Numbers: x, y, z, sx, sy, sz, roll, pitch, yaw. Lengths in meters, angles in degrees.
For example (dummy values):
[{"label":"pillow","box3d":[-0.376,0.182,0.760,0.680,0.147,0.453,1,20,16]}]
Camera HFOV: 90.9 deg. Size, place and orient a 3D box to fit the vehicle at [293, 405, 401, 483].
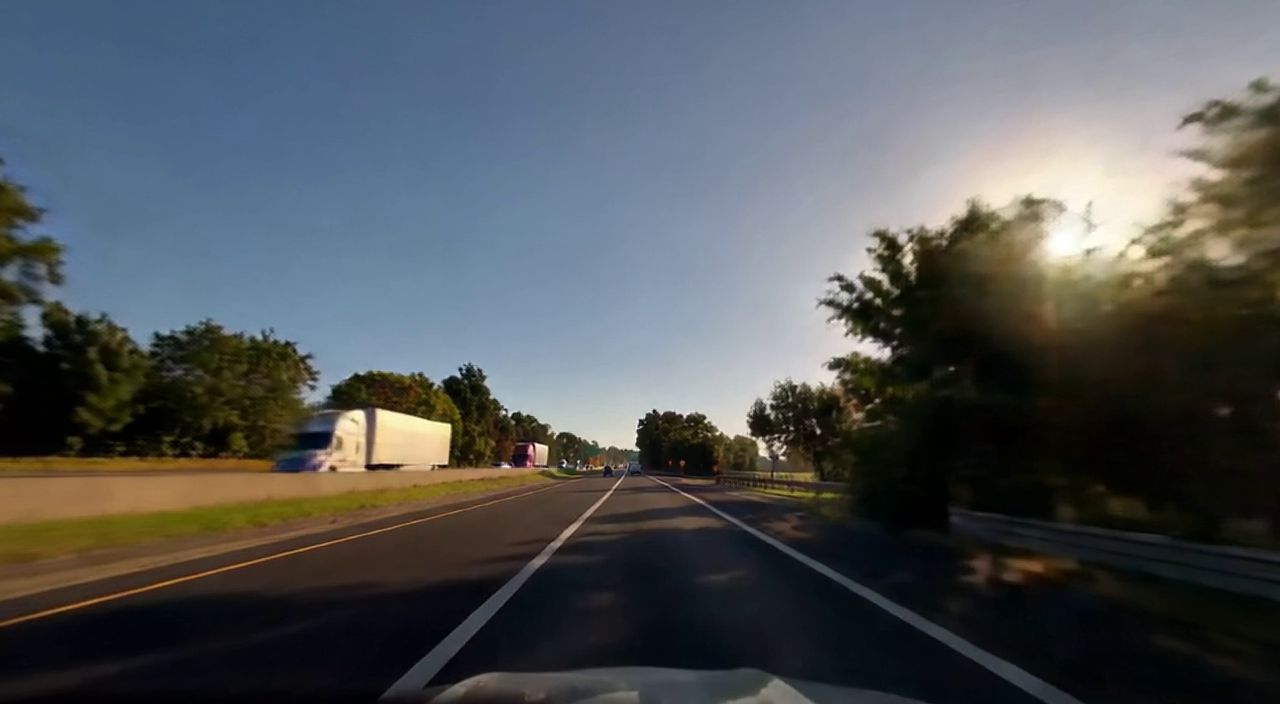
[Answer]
[{"label":"vehicle","box3d":[-16.119,5.256,35.301,2.986,3.926,5.923,1,-10,0]}]
